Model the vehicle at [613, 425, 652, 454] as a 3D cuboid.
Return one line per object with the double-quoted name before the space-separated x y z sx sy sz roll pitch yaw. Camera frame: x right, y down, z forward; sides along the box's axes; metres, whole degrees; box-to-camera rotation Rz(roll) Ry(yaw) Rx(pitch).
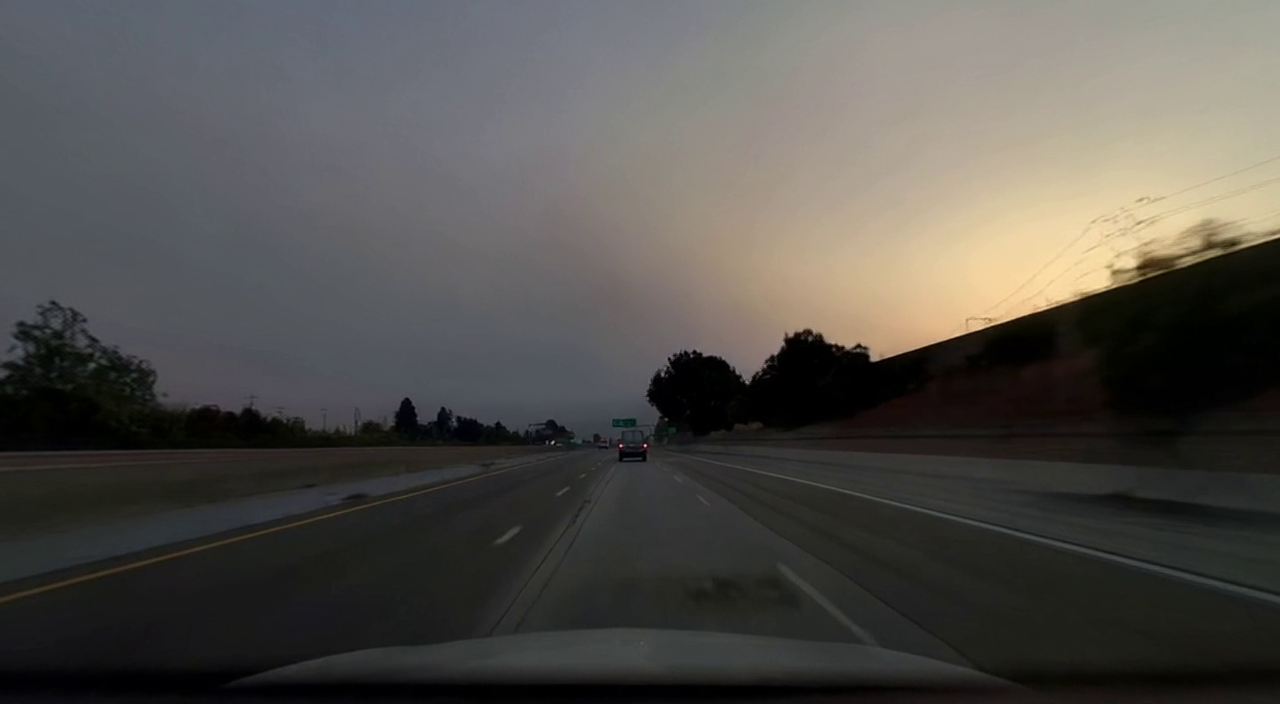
"vehicle" -0.523 5.357 38.674 2.157 1.647 4.524 0 -8 -4
